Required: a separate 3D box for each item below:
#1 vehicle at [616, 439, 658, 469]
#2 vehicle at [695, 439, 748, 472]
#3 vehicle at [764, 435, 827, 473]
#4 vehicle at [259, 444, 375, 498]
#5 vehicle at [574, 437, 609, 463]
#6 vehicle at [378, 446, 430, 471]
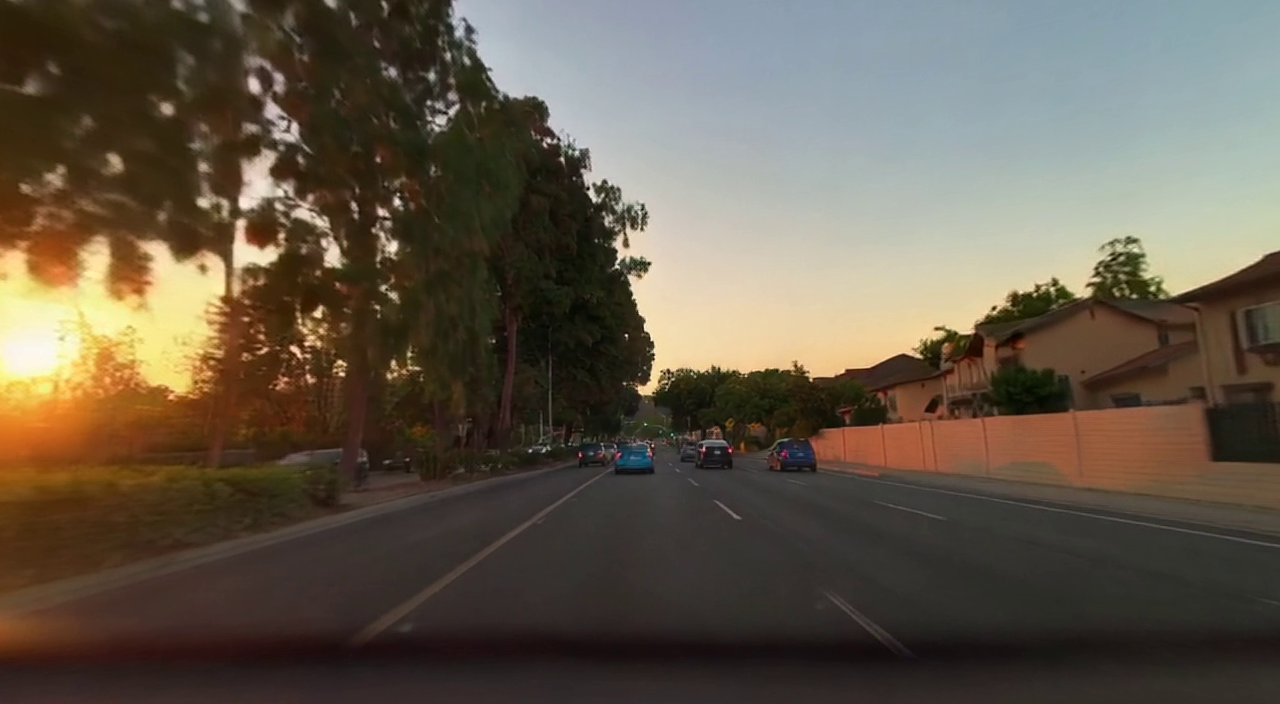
[{"bbox_3d":[-0.111,5.396,33.505,2.102,1.481,3.907,0,-8,1],"label":"vehicle"},{"bbox_3d":[3.930,5.053,31.082,2.067,1.514,4.188,0,-8,0],"label":"vehicle"},{"bbox_3d":[7.484,4.943,30.794,1.972,1.700,4.269,0,-8,0],"label":"vehicle"},{"bbox_3d":[-10.366,3.801,20.584,1.728,1.560,3.779,0,-8,1],"label":"vehicle"},{"bbox_3d":[-3.342,6.798,44.056,2.031,1.705,4.325,0,-8,1],"label":"vehicle"},{"bbox_3d":[-17.802,8.035,47.870,2.110,1.789,4.639,0,-8,1],"label":"vehicle"}]
